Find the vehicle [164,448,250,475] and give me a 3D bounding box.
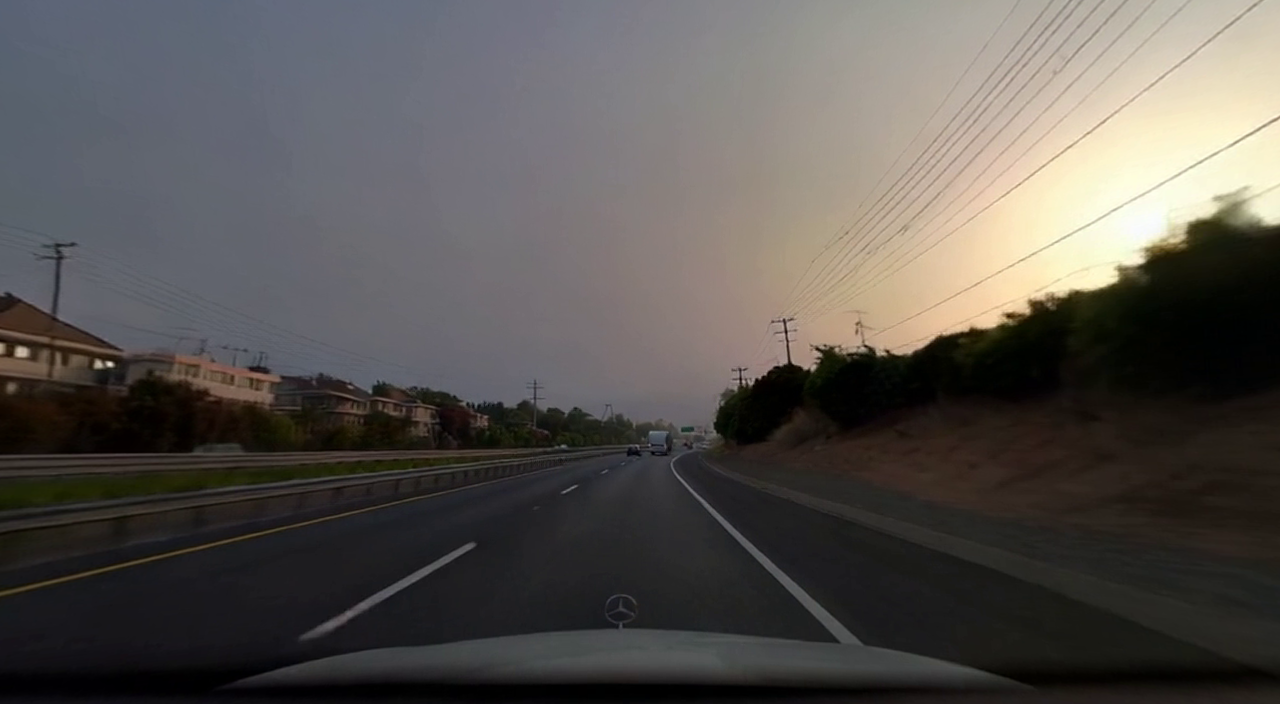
[{"bbox_3d":[-26.733,6.761,39.072,1.872,1.530,4.747,0,-9,1],"label":"vehicle"}]
